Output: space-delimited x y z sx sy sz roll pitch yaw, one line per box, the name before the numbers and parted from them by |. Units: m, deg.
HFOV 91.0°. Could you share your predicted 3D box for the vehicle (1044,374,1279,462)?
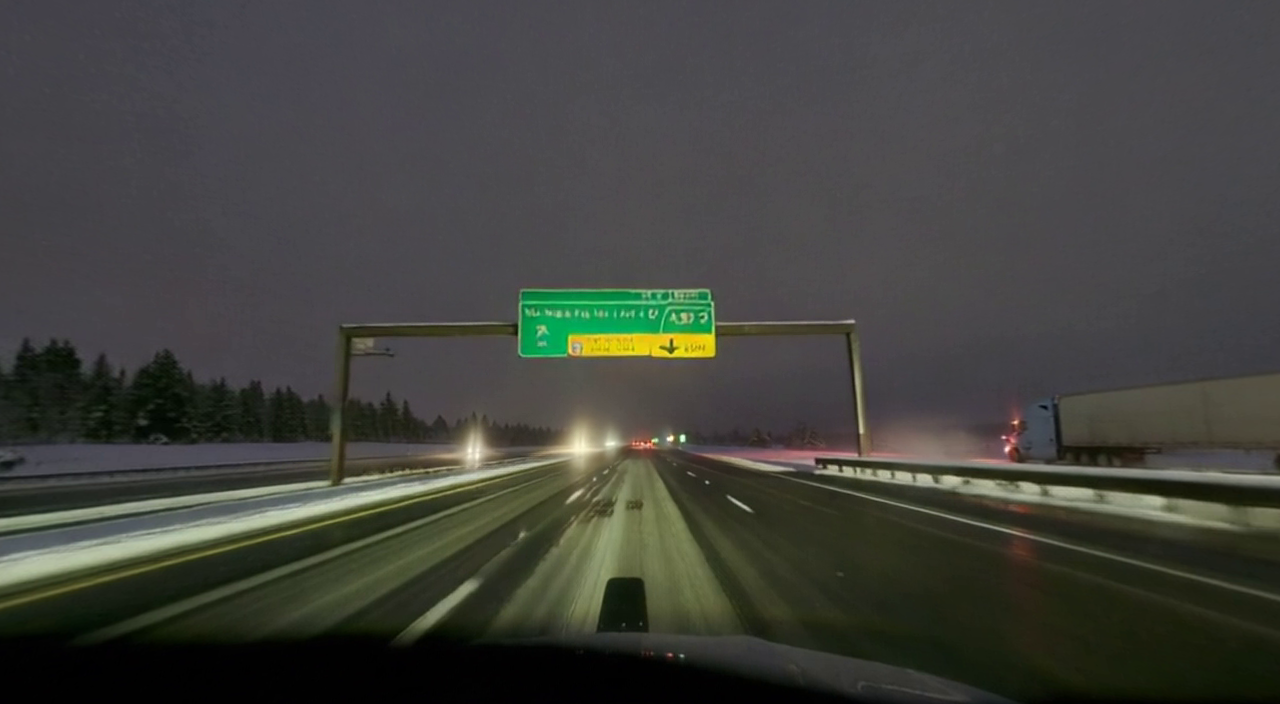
vehicle | 29.273 3.512 32.249 2.836 4.027 14.280 6 -10 -33
